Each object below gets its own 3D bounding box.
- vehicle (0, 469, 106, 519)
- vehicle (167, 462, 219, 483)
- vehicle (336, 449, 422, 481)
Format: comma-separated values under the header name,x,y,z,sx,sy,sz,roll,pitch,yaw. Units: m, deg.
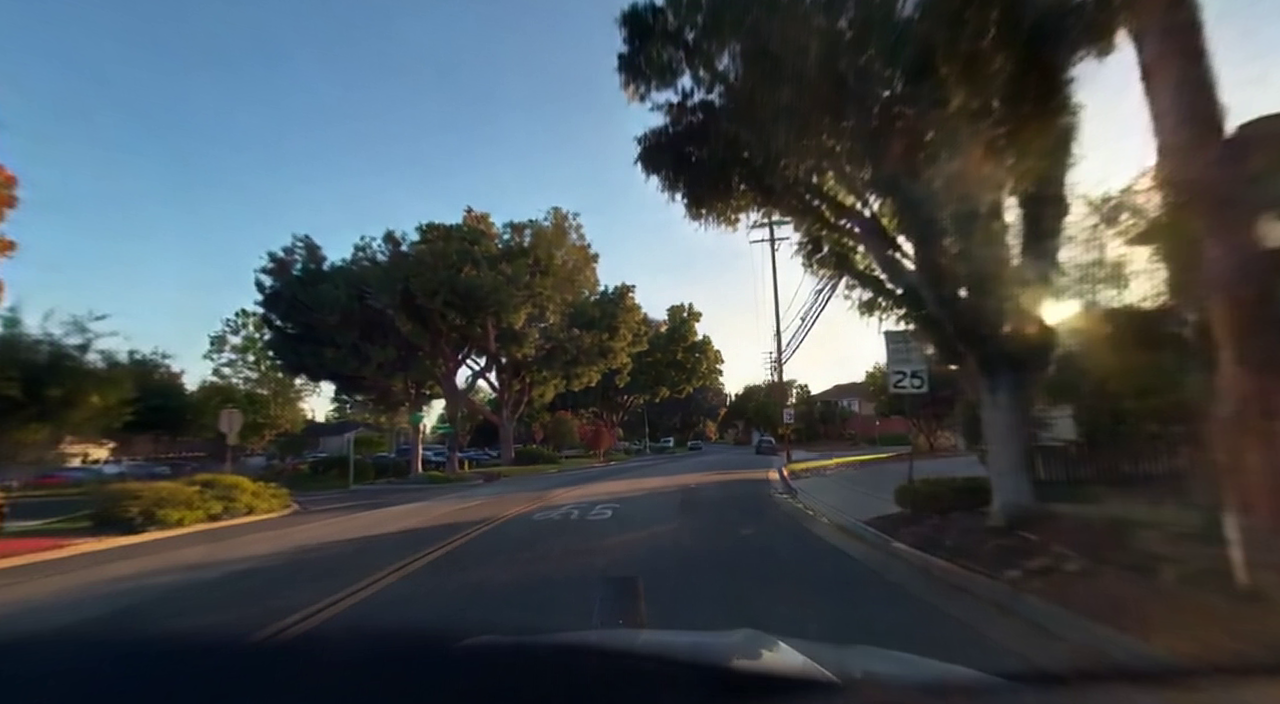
name,x,y,z,sx,sy,sz,roll,pitch,yaw
vehicle,-21.804,4.839,21.558,4.943,1.493,2.036,2,-9,-15
vehicle,-35.295,9.454,49.804,4.305,1.465,1.903,-6,-10,35
vehicle,-15.633,6.749,37.938,4.675,1.442,1.906,-1,-7,-23
